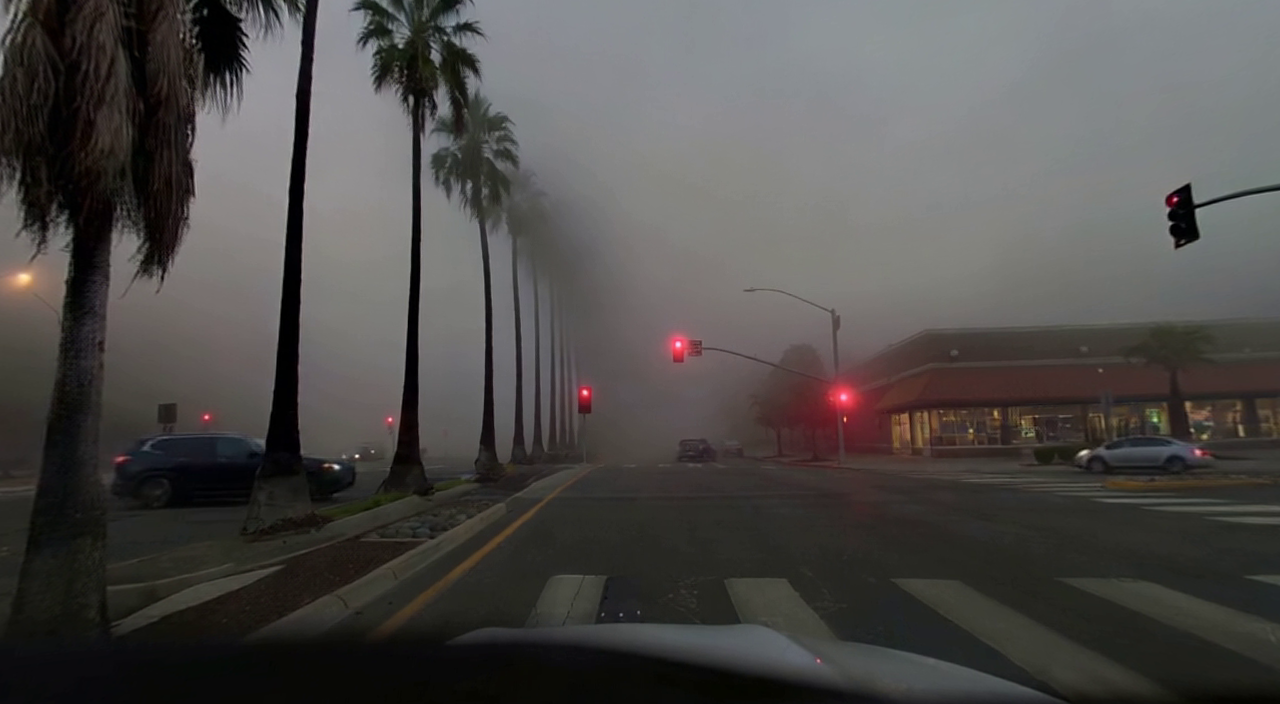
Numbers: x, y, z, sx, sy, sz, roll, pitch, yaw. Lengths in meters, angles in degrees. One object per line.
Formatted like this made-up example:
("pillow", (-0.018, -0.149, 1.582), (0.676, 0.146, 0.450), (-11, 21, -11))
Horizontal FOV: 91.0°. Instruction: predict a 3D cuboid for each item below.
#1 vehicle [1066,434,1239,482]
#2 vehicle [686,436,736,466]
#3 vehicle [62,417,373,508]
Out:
("vehicle", (19.815, 4.100, 24.590), (4.722, 1.717, 2.000), (-2, -9, 13))
("vehicle", (4.248, 5.794, 37.018), (1.999, 1.653, 4.603), (-3, -9, 18))
("vehicle", (-9.738, 2.604, 15.025), (5.619, 1.951, 2.321), (0, -8, -3))
